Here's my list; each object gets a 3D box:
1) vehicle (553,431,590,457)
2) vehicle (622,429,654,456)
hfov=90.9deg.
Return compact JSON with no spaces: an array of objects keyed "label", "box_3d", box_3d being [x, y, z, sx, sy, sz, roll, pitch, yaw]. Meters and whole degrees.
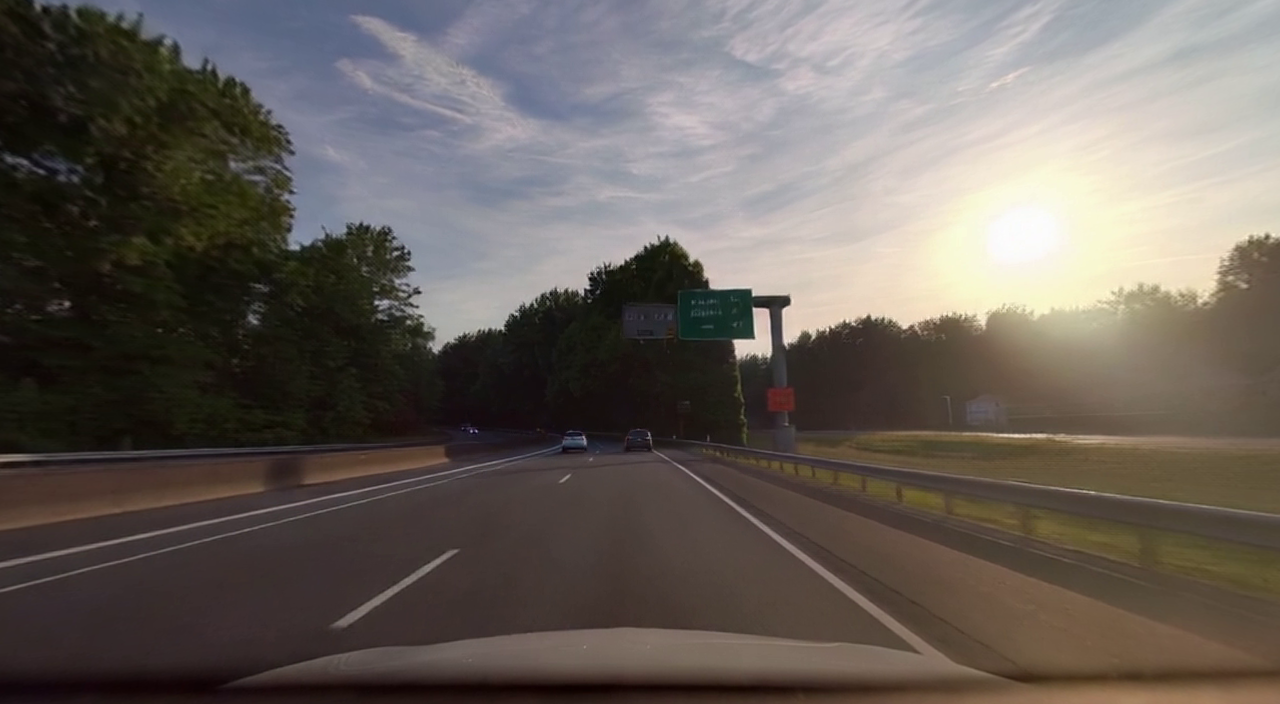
[{"label":"vehicle","box_3d":[-4.570,6.233,42.776,2.055,1.610,4.116,0,-8,0]},{"label":"vehicle","box_3d":[-0.189,6.471,45.083,2.170,1.790,4.490,0,-8,-1]}]
